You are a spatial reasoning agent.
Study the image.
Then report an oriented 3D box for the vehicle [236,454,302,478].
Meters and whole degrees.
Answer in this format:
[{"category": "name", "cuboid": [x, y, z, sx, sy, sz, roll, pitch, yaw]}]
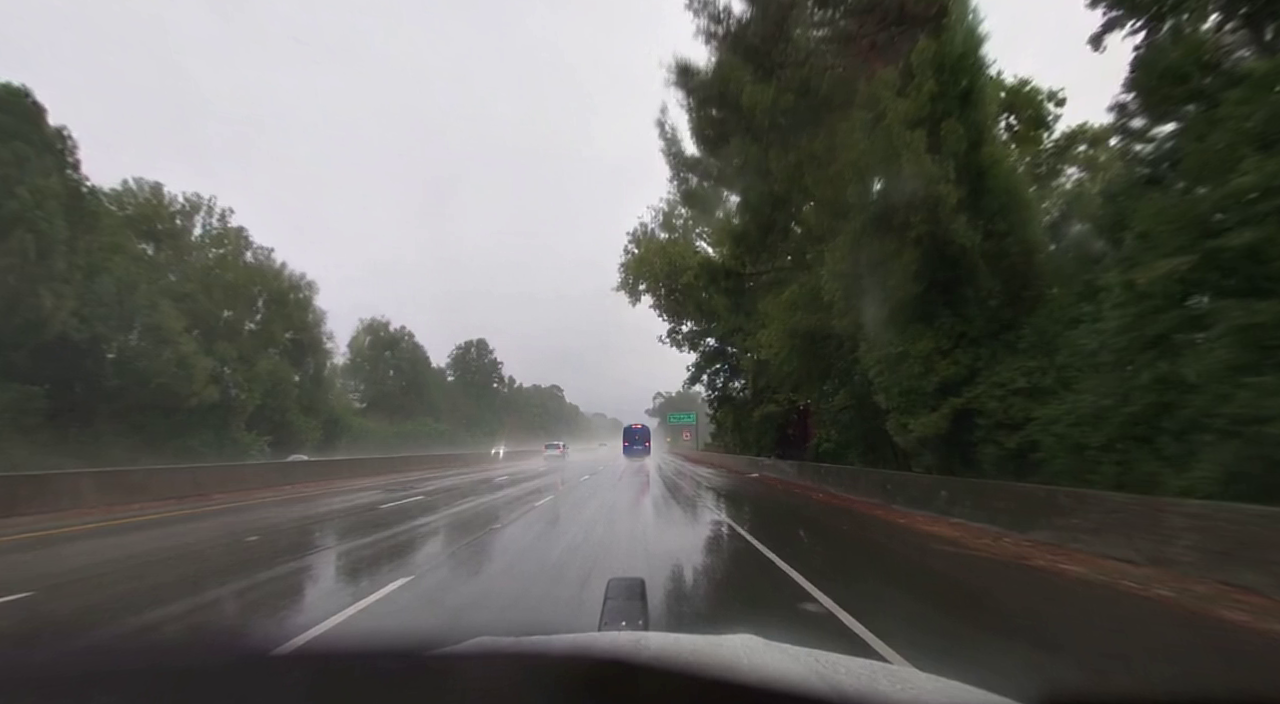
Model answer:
[{"category": "vehicle", "cuboid": [-24.972, 7.662, 42.665, 1.877, 1.489, 4.236, 0, -8, 0]}]
